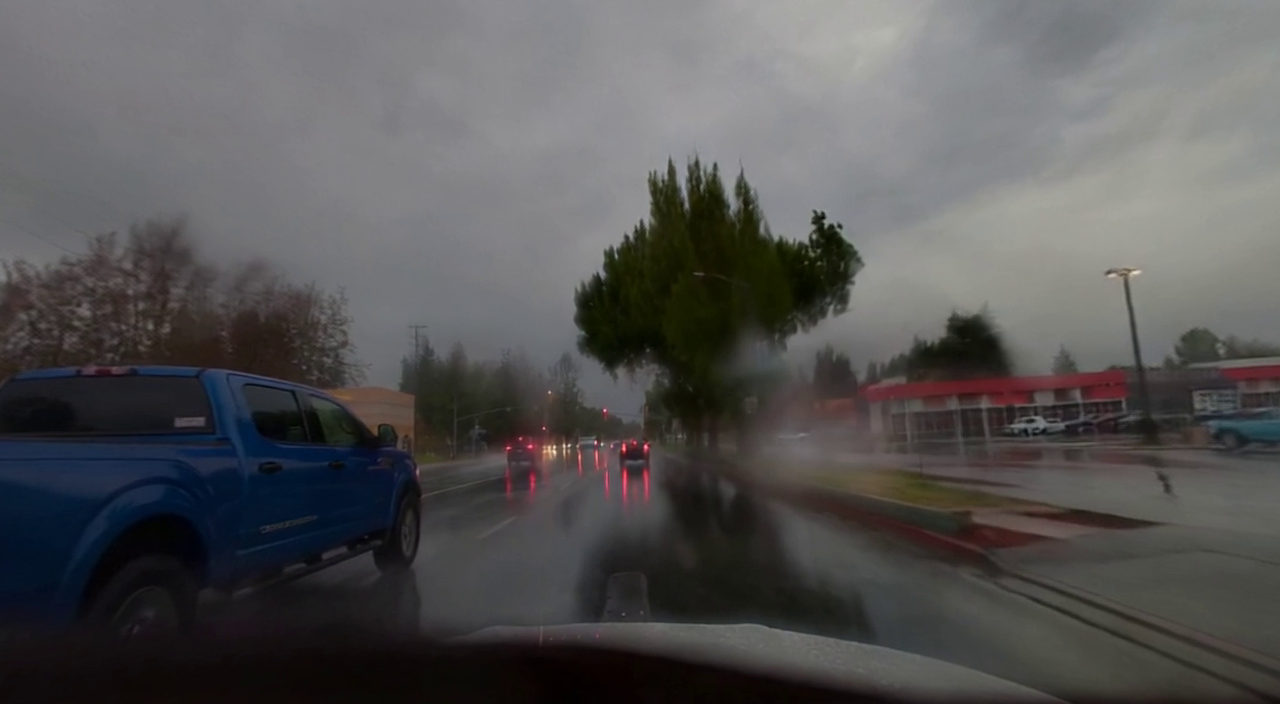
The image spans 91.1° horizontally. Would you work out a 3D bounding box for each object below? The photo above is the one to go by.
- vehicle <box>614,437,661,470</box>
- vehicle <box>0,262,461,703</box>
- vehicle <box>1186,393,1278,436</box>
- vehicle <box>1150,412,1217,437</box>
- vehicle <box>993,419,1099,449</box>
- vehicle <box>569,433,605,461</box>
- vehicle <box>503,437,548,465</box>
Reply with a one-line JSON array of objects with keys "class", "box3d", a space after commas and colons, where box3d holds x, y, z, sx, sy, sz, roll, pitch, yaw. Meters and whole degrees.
[{"class": "vehicle", "box3d": [-0.122, 5.036, 31.344, 2.191, 1.530, 4.470, 0, -8, 0]}, {"class": "vehicle", "box3d": [-3.621, 0.981, 4.233, 2.552, 2.079, 6.810, 0, -8, 2]}, {"class": "vehicle", "box3d": [34.785, 3.702, 36.854, 5.297, 2.323, 2.378, 3, -9, -31]}, {"class": "vehicle", "box3d": [39.676, 5.341, 45.813, 4.665, 1.645, 2.163, 5, -10, -30]}, {"class": "vehicle", "box3d": [22.751, 4.666, 35.426, 4.767, 1.443, 1.978, -7, -11, 28]}, {"class": "vehicle", "box3d": [-3.923, 7.207, 47.497, 2.243, 1.976, 4.514, 0, -8, 1]}, {"class": "vehicle", "box3d": [-8.043, 7.015, 44.619, 2.146, 1.788, 5.153, 0, -8, 1]}]
